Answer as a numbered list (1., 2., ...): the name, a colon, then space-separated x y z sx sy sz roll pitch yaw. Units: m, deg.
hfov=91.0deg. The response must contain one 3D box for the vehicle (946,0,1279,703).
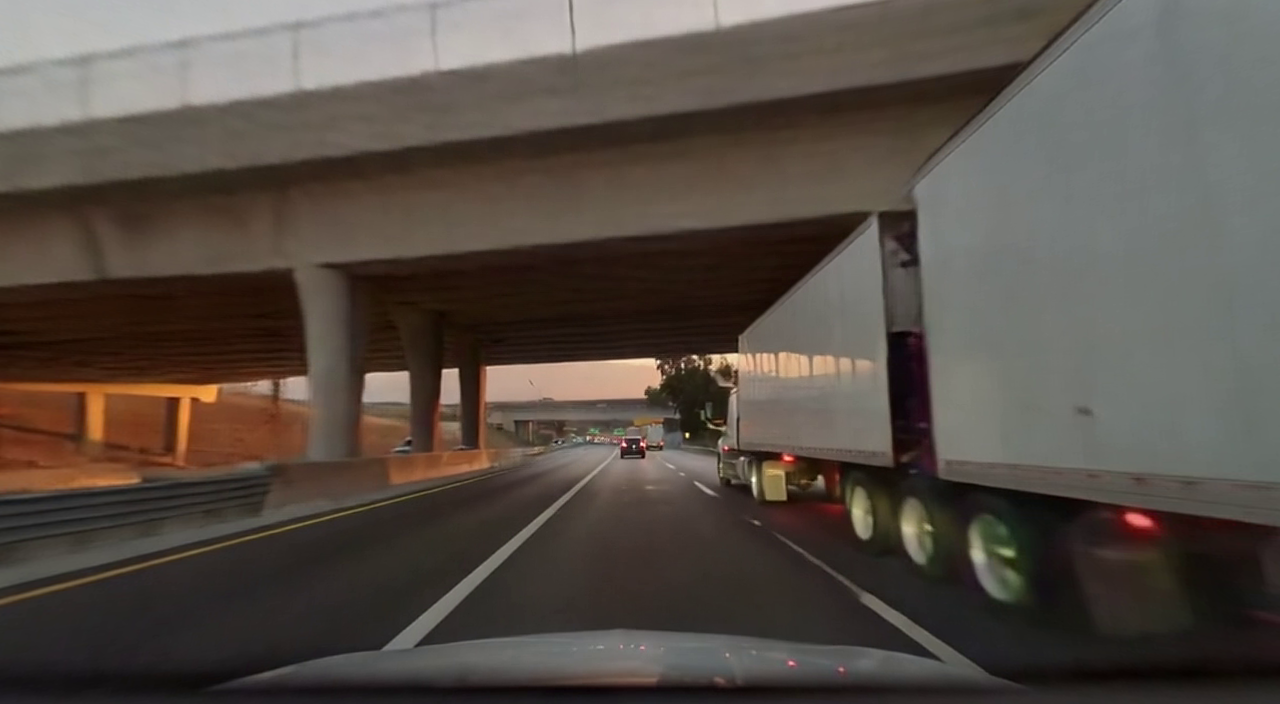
1. vehicle: 3.918 -0.572 0.375 2.967 3.961 8.660 0 -8 0

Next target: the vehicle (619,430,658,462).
1. vehicle: -0.151 6.312 42.445 2.456 2.007 4.728 0 -8 -2
